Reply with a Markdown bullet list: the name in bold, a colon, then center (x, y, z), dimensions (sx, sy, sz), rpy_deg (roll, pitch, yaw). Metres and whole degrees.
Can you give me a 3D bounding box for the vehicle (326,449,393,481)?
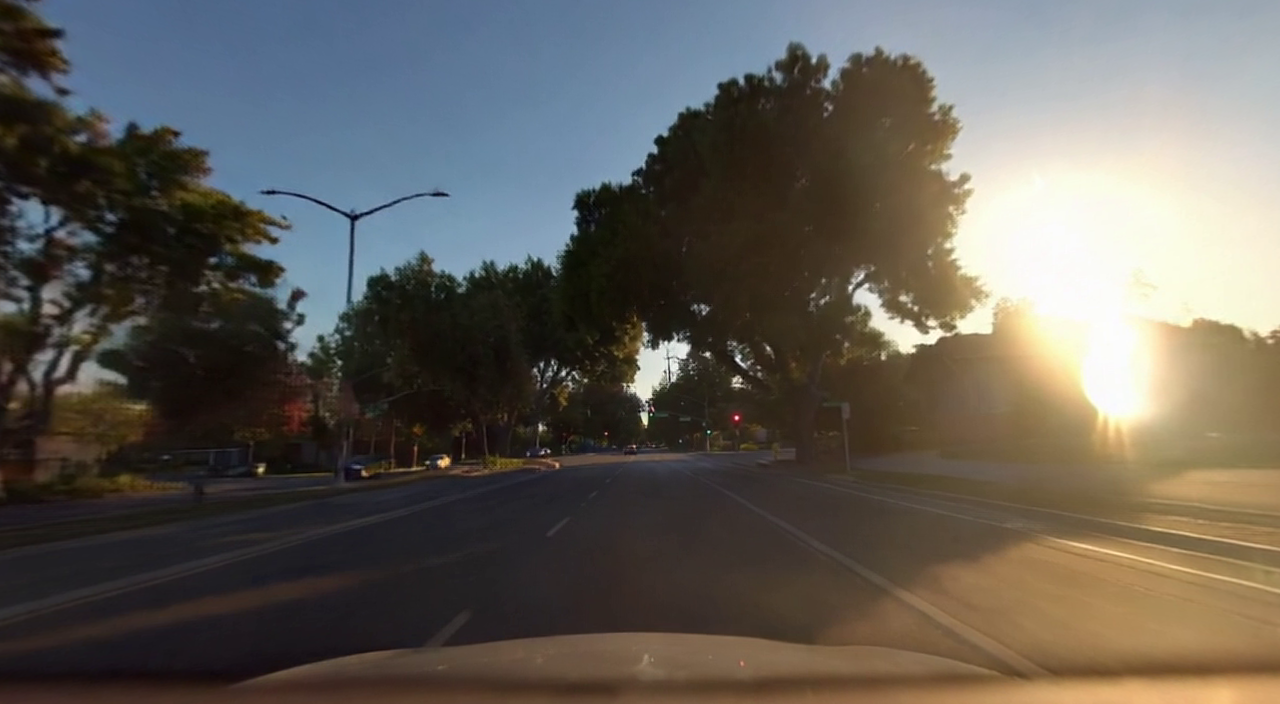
- **vehicle**: center (-16.487, 6.638, 37.278), dimensions (1.935, 1.686, 4.202), rpy_deg (-1, -9, 1)
